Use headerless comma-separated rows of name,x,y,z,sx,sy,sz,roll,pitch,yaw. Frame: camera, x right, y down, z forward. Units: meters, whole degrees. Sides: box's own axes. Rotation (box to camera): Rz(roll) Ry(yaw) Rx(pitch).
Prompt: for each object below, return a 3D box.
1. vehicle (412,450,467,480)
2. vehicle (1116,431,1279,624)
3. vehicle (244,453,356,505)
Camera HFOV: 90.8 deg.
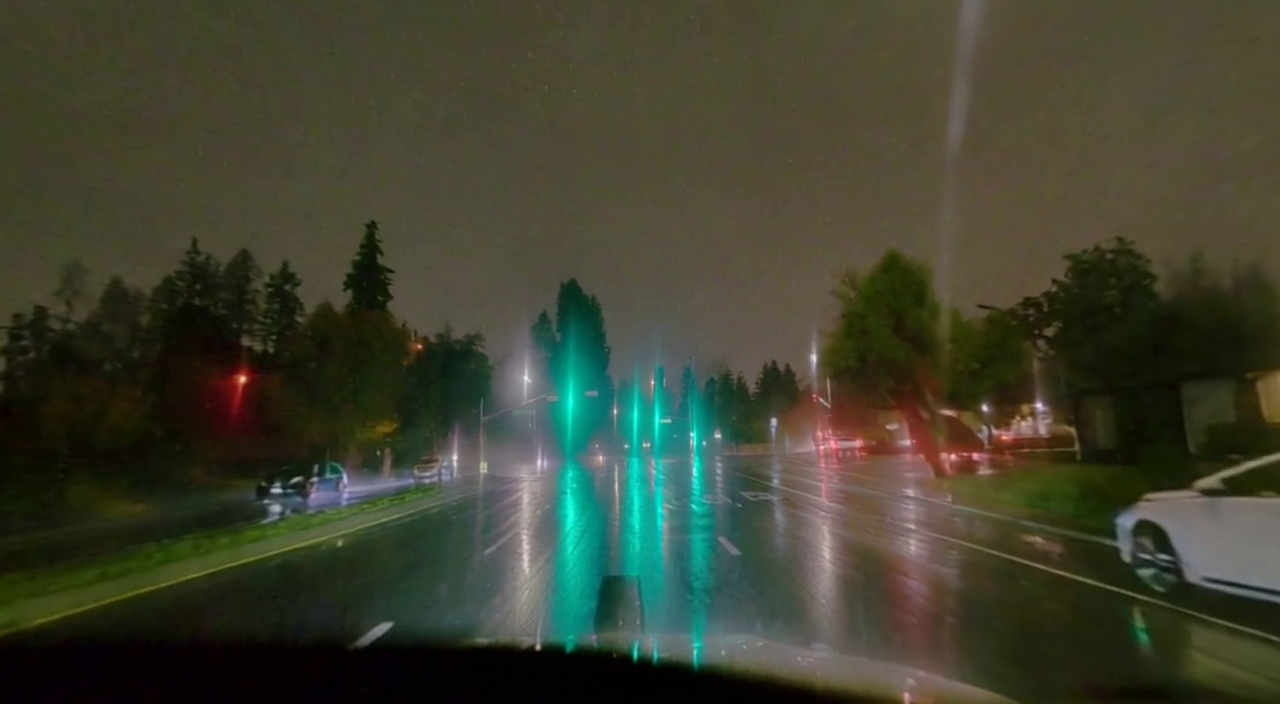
vehicle,-13.061,7.321,41.411,2.121,1.791,4.871,0,-9,-2
vehicle,5.827,1.242,4.195,1.892,1.452,4.327,0,-9,-1
vehicle,-12.953,4.805,24.402,1.916,1.754,4.337,0,-9,-1
